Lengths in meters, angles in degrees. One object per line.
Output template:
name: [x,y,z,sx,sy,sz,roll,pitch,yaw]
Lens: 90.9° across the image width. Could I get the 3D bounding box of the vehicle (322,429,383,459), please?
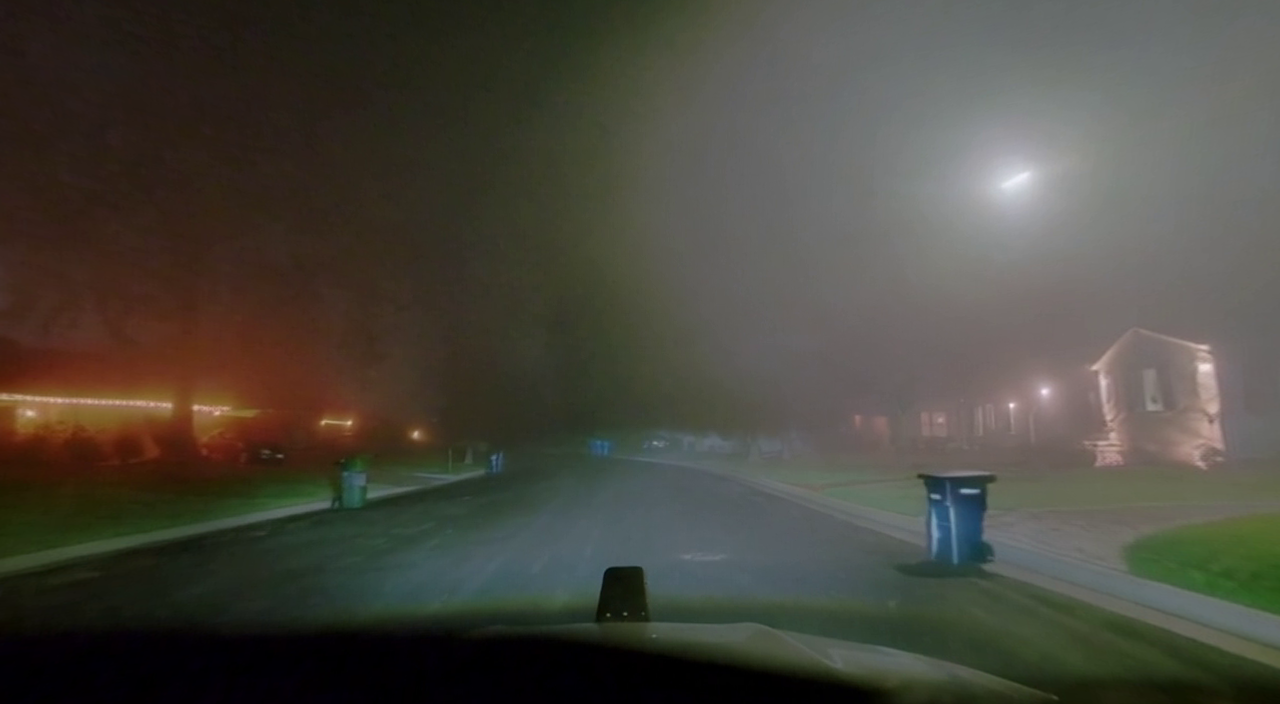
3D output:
vehicle: [-19.456,6.282,42.910,2.407,1.912,5.091,1,-8,-9]
